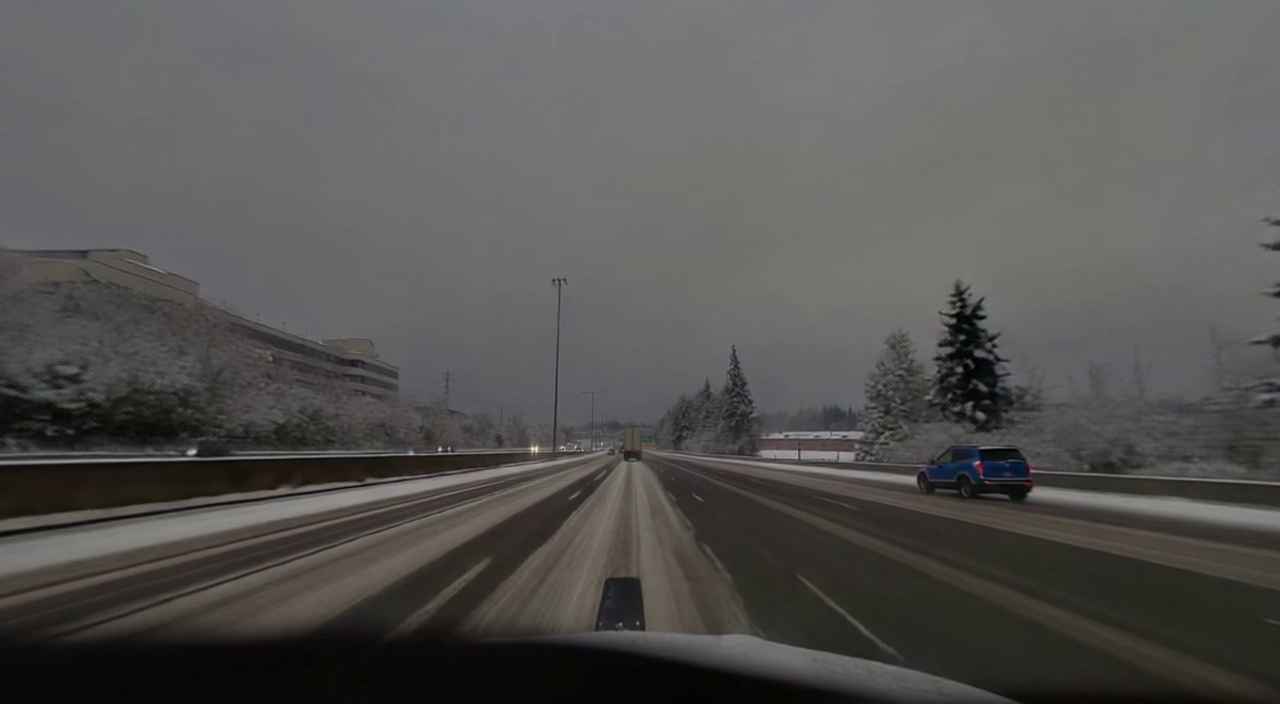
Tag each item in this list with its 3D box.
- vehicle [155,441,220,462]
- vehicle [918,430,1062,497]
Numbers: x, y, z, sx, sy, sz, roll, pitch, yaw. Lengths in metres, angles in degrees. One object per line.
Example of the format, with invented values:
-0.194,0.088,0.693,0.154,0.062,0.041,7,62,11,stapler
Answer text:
-34.113,7.499,47.675,1.826,1.521,4.192,0,-9,-2,vehicle
13.493,4.343,24.889,2.411,2.326,5.300,0,-9,-3,vehicle
